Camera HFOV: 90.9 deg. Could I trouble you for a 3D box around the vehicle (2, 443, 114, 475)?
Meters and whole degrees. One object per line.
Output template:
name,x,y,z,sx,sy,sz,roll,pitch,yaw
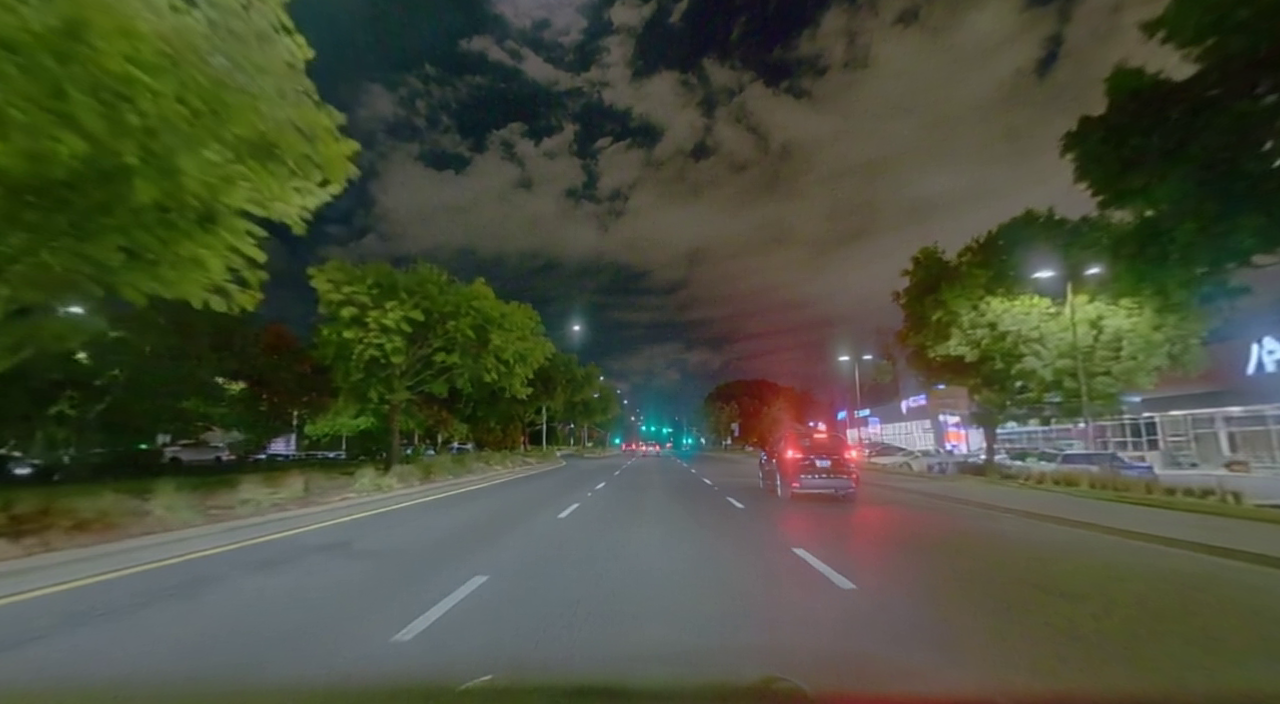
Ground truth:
vehicle,-31.114,5.713,33.869,1.886,1.606,4.230,0,-8,1

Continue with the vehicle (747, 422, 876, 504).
vehicle,4.106,2.735,15.971,2.024,1.773,4.431,0,-8,0

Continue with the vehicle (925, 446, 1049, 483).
vehicle,17.790,5.759,32.552,5.012,1.813,2.291,0,-8,-1

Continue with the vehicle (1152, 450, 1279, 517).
vehicle,17.646,3.666,17.820,4.433,1.729,2.033,-1,-8,3

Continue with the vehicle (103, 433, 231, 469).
vehicle,-28.268,5.960,38.098,2.344,1.946,6.771,-1,-8,2

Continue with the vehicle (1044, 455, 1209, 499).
vehicle,17.731,4.557,23.135,4.370,1.488,1.970,0,-8,-1
